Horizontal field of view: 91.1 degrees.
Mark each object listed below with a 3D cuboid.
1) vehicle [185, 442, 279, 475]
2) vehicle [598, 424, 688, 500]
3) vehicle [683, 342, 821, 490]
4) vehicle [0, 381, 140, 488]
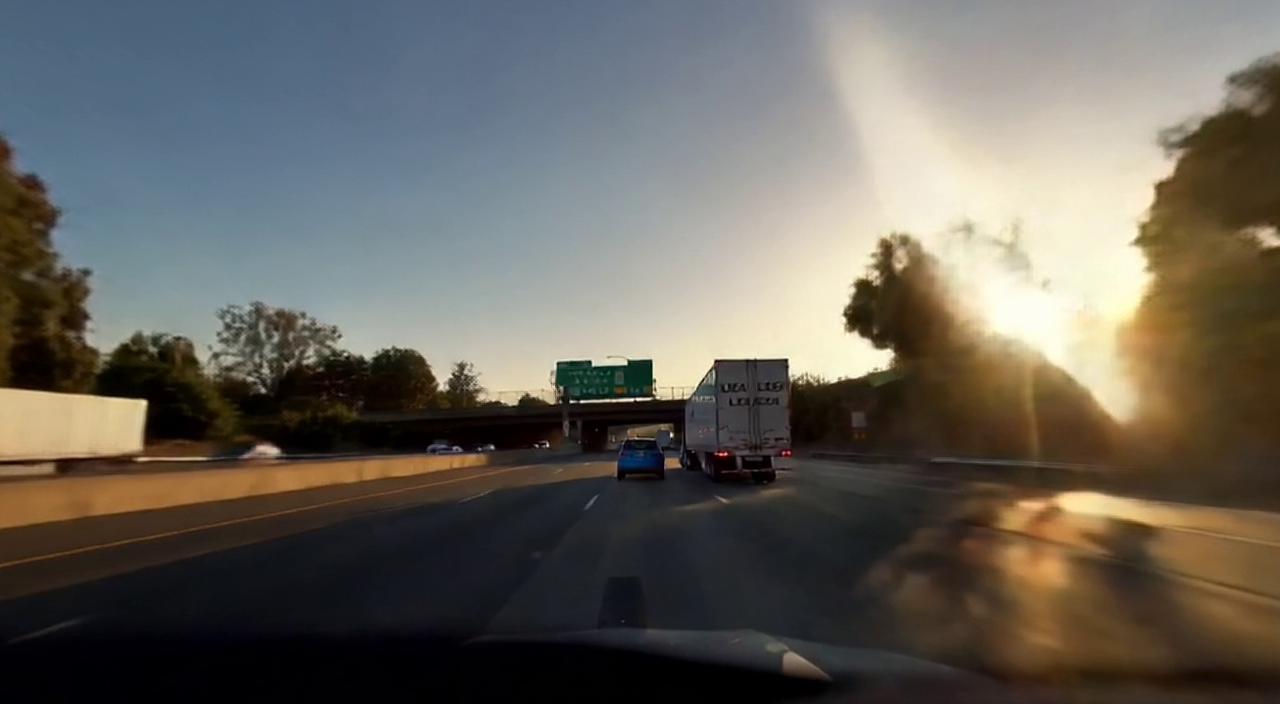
[{"bbox_3d":[-21.953,5.721,34.022,1.933,1.640,4.625,0,-8,1],"label":"vehicle"},{"bbox_3d":[0.069,2.838,16.553,2.054,1.706,4.201,0,-8,0],"label":"vehicle"},{"bbox_3d":[3.652,2.934,25.545,2.909,4.135,15.820,0,-8,1],"label":"vehicle"},{"bbox_3d":[-25.974,3.175,24.079,2.899,4.036,12.950,0,-8,0],"label":"vehicle"}]
